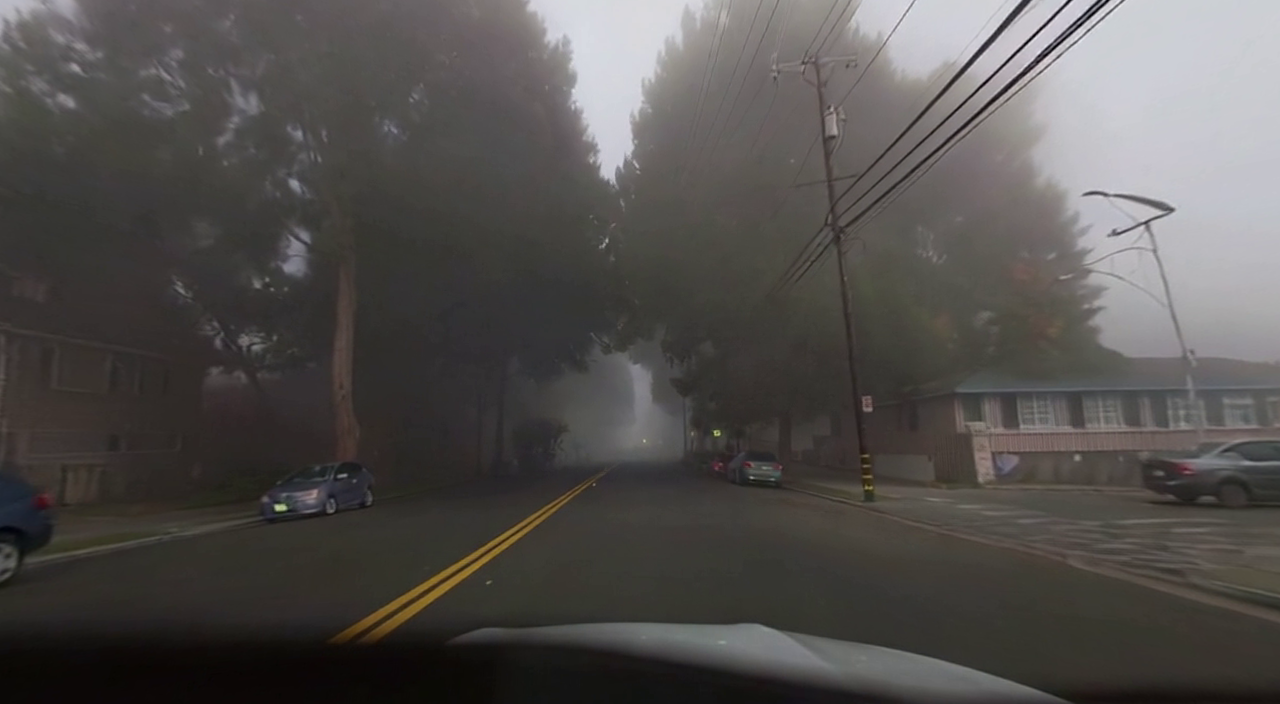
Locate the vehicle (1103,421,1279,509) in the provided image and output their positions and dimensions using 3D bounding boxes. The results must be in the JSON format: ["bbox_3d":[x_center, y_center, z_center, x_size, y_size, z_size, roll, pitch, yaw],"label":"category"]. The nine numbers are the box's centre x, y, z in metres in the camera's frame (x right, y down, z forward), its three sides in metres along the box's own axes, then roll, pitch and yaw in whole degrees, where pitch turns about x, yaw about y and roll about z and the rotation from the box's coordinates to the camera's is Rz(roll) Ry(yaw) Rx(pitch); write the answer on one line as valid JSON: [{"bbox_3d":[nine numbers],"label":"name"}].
[{"bbox_3d":[11.870,2.074,11.850,4.716,1.480,2.023,0,-8,1],"label":"vehicle"}]

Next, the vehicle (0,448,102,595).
[{"bbox_3d":[-8.570,1.893,6.645,1.913,1.723,4.318,0,-8,1],"label":"vehicle"}]

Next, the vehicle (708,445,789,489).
[{"bbox_3d":[4.184,4.508,25.181,2.052,1.476,4.438,-2,-9,-5],"label":"vehicle"}]

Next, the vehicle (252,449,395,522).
[{"bbox_3d":[-8.803,3.686,18.076,1.970,1.785,4.274,0,-8,-2],"label":"vehicle"}]

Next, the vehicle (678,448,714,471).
[{"bbox_3d":[3.853,7.467,44.132,2.031,1.470,4.470,0,-8,-1],"label":"vehicle"}]
